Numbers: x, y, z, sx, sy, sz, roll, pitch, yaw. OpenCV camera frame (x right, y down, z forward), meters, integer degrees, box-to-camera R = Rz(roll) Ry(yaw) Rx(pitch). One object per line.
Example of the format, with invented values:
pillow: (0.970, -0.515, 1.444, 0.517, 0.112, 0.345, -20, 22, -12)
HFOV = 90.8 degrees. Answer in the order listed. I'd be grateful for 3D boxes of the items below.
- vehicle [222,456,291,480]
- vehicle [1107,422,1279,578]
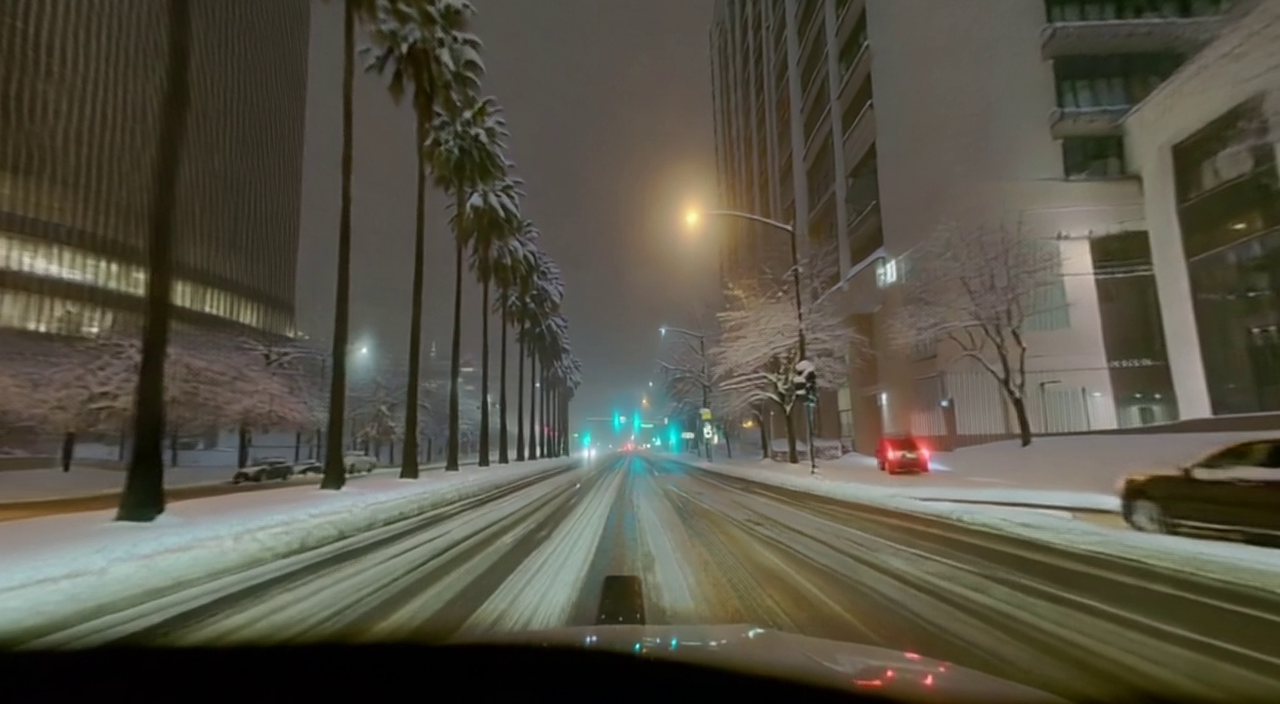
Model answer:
vehicle: (-25.341, 7.663, 41.945, 2.080, 1.457, 4.424, 0, -9, -4)
vehicle: (7.143, 1.400, 5.943, 1.919, 1.499, 4.779, -1, -9, 2)
